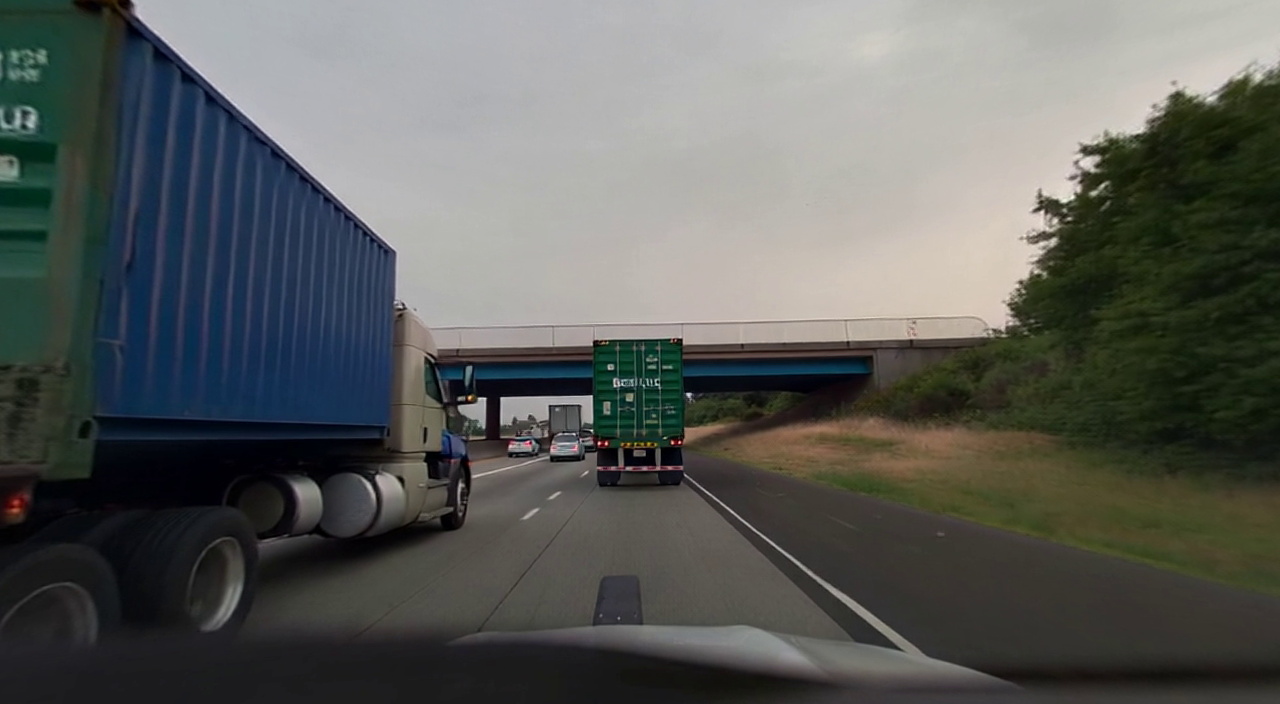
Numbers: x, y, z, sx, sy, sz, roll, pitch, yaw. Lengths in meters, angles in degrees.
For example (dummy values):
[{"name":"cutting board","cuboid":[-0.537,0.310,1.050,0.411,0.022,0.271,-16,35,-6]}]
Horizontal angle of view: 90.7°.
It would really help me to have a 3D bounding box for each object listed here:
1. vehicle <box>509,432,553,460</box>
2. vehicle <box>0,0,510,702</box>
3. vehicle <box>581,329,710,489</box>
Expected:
[{"name":"vehicle","cuboid":[-7.213,6.264,42.238,2.163,1.772,4.244,0,-9,0]},{"name":"vehicle","cuboid":[-3.740,0.290,6.846,3.187,3.949,6.963,0,-9,0]},{"name":"vehicle","cuboid":[0.062,2.021,20.502,3.357,4.212,7.519,0,-9,-1]}]
